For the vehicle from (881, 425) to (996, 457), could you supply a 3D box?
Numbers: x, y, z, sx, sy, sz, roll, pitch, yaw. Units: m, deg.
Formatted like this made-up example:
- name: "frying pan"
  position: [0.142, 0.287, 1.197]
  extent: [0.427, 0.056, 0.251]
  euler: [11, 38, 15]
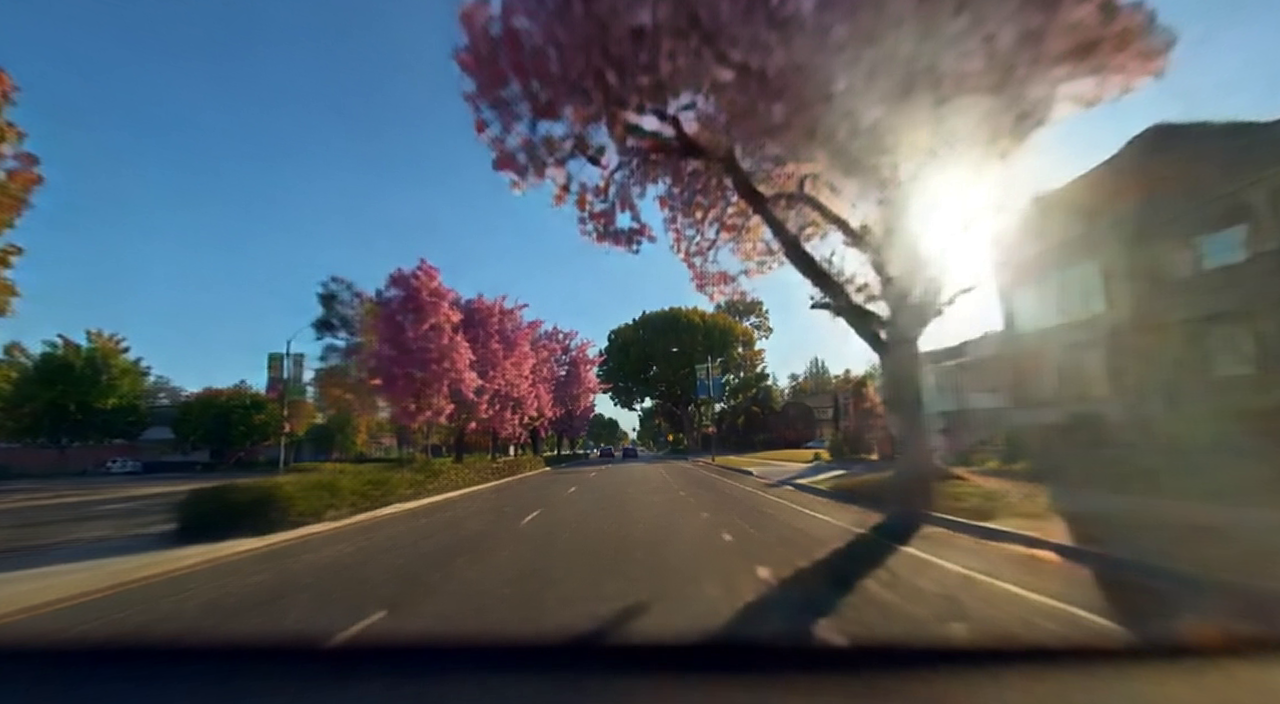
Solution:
- name: "vehicle"
  position: [15.170, 4.558, 32.358]
  extent: [4.877, 1.592, 1.913]
  euler: [0, -8, 2]
